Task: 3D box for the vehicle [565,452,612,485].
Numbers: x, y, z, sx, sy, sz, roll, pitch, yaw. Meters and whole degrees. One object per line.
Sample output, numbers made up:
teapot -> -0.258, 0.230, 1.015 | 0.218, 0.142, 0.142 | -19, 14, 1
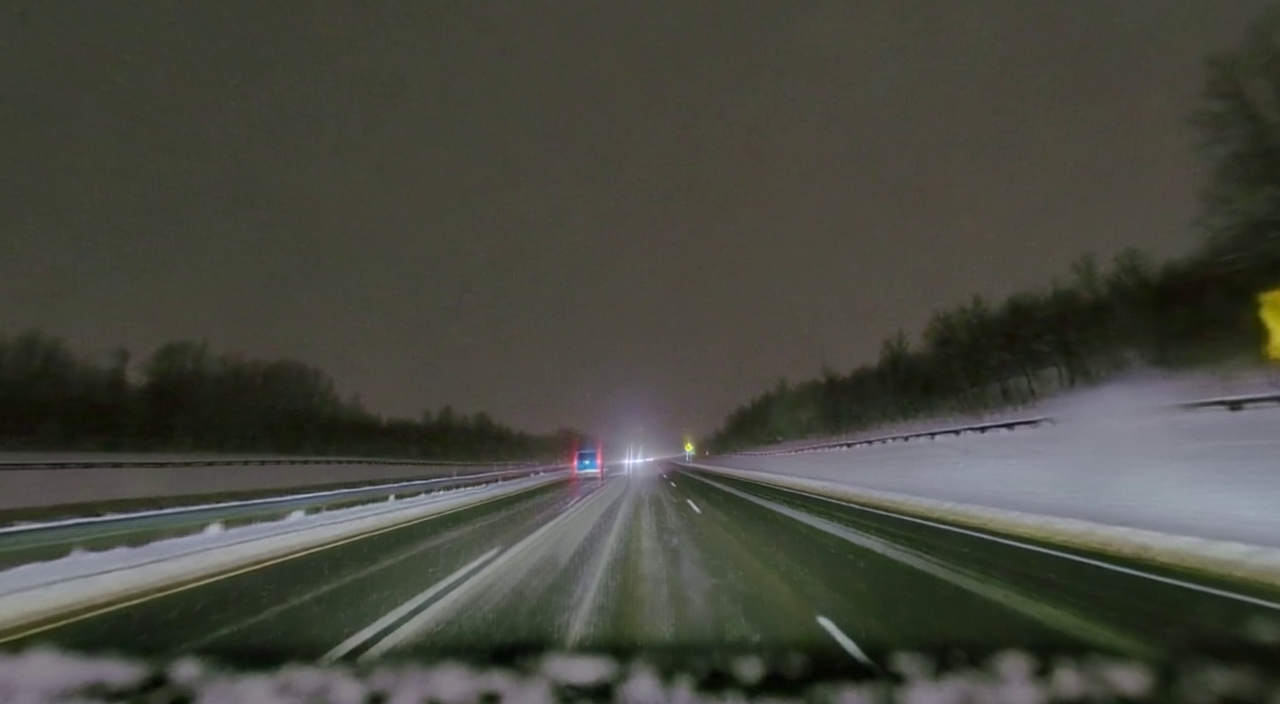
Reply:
vehicle -> -2.734, 6.276, 34.279 | 2.053, 1.647, 4.252 | -1, -9, 2
